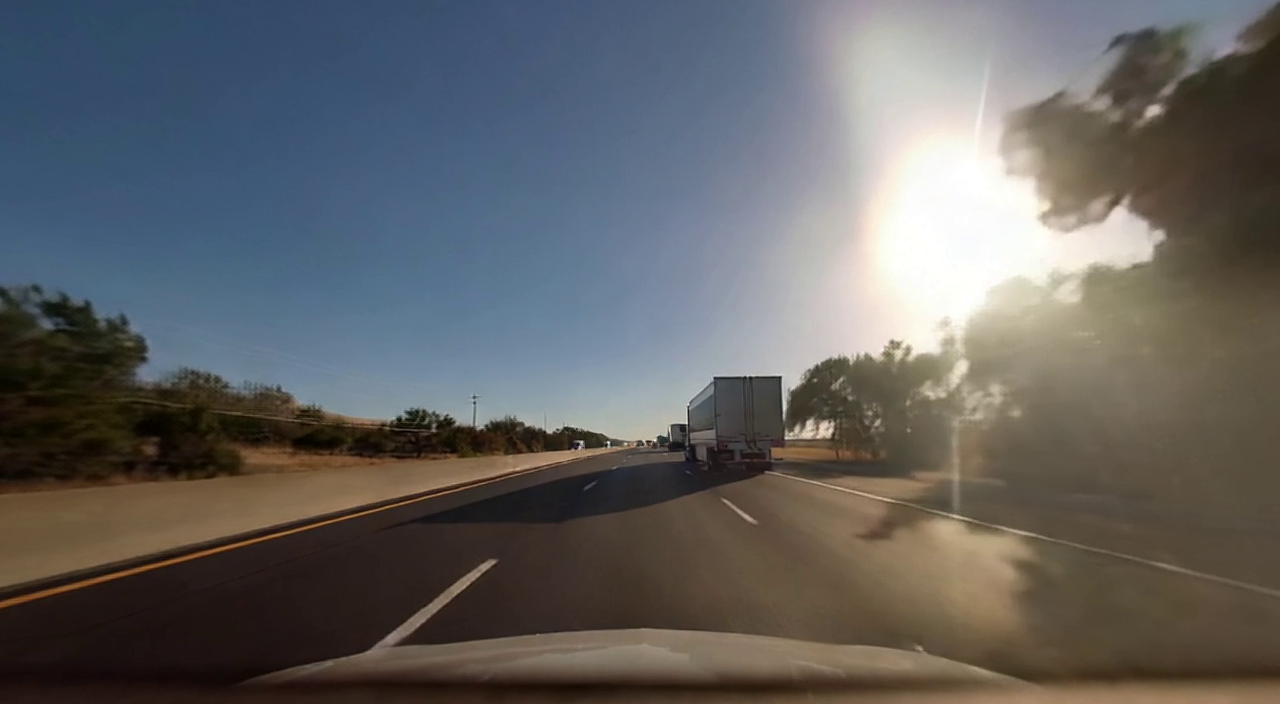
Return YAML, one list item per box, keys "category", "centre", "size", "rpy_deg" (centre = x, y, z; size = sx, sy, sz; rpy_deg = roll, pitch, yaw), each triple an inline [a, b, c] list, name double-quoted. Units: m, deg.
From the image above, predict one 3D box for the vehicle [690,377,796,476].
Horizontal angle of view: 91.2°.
- category: "vehicle"
  centre: [4.757, 4.086, 32.799]
  size: [3.485, 3.975, 14.489]
  rpy_deg: [0, -8, 2]
